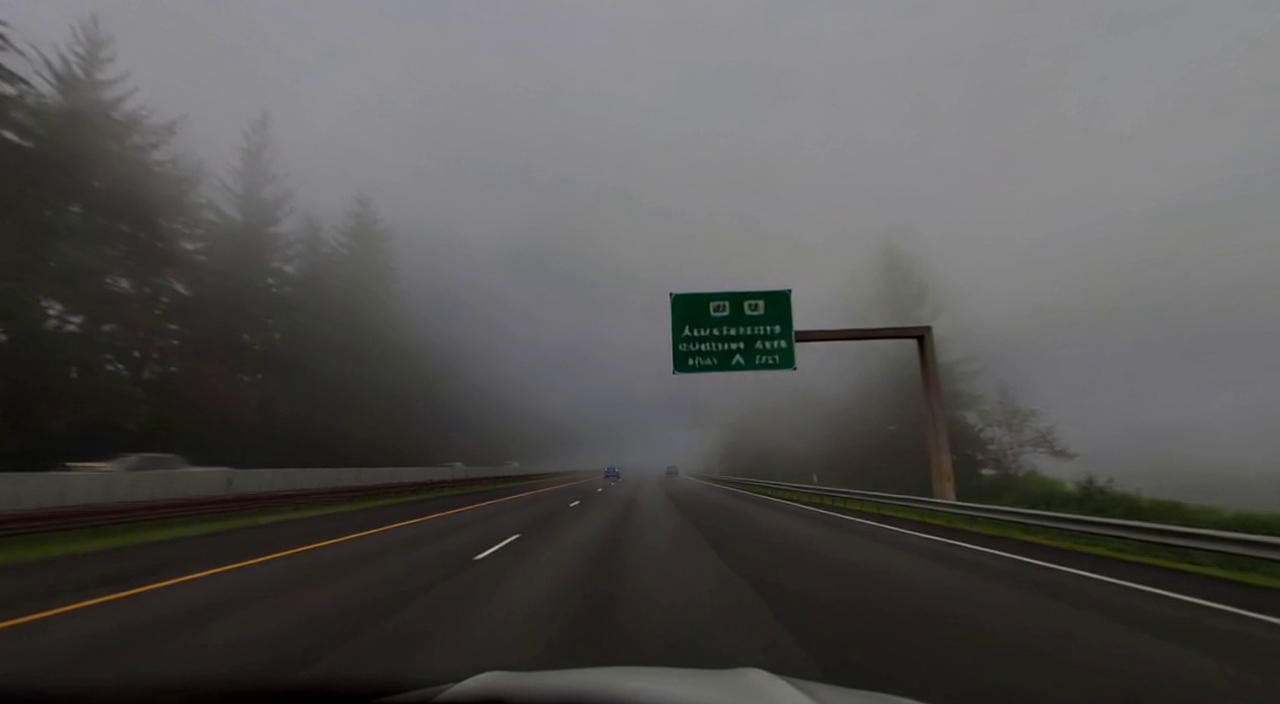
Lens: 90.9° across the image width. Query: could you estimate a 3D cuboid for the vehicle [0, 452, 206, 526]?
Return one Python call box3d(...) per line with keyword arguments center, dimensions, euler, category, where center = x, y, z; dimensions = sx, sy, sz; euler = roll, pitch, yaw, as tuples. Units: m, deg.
box3d(center=(-12.875, 3.205, 15.114), dimensions=(1.858, 1.466, 4.258), euler=(1, -11, 0), category="vehicle")
